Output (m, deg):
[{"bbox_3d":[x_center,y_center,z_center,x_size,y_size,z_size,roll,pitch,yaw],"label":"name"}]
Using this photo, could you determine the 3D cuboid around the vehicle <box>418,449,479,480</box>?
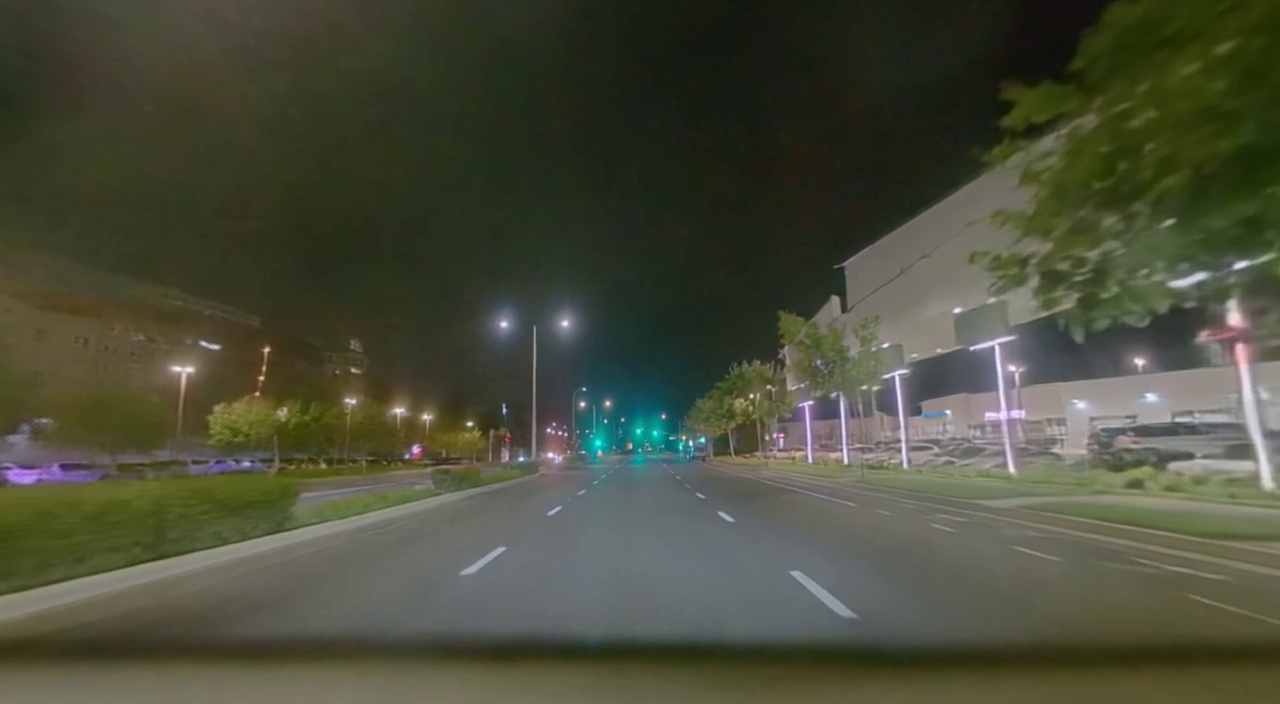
[{"bbox_3d":[-9.678,5.686,32.075,1.880,1.461,4.446,0,-9,-3],"label":"vehicle"}]

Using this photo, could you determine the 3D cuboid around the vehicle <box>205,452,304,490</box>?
[{"bbox_3d":[-20.035,6.173,32.916,2.218,1.788,4.604,0,-9,0],"label":"vehicle"}]

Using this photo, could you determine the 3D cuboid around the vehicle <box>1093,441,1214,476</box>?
[{"bbox_3d":[27.289,5.664,33.499,4.478,1.746,2.159,0,-8,0],"label":"vehicle"}]

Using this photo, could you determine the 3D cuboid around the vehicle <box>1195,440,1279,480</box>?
[{"bbox_3d":[26.869,4.613,27.039,4.057,1.647,1.981,0,-8,-3],"label":"vehicle"}]

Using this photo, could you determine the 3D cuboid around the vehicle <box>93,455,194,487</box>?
[{"bbox_3d":[-30.815,7.367,39.122,4.584,1.790,1.858,5,-10,-30],"label":"vehicle"}]

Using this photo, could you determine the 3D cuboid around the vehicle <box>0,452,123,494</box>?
[{"bbox_3d":[-29.616,6.084,31.902,5.319,1.985,2.410,-3,-9,16],"label":"vehicle"}]

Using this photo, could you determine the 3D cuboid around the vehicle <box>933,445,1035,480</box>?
[{"bbox_3d":[16.653,5.292,30.381,4.313,1.584,2.282,5,-10,-29],"label":"vehicle"}]

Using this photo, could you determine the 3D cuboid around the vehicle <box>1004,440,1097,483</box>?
[{"bbox_3d":[18.664,4.926,28.541,3.754,1.844,2.002,5,-10,-31],"label":"vehicle"}]
